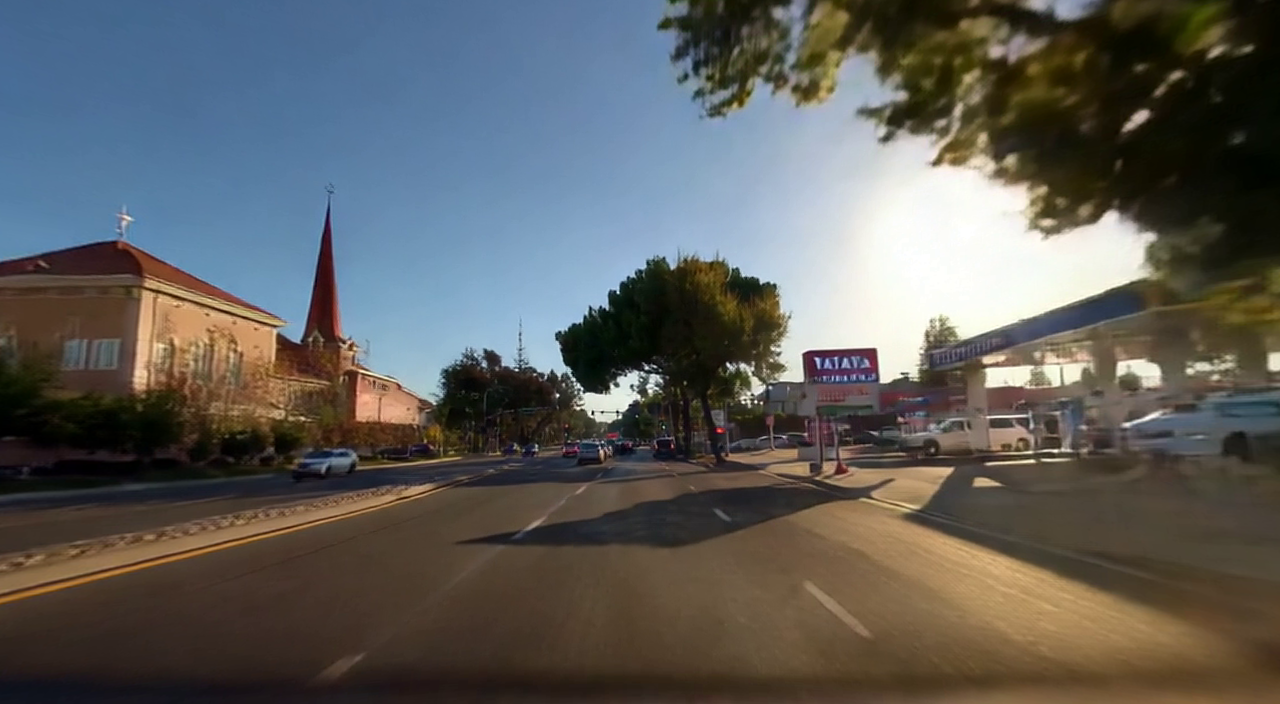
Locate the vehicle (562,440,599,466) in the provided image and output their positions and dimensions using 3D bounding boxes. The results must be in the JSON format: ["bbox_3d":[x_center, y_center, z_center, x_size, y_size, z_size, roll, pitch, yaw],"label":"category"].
[{"bbox_3d":[-3.994,6.832,43.082,2.040,1.661,4.573,0,-8,0],"label":"vehicle"}]

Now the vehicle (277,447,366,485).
[{"bbox_3d":[-14.808,5.303,29.673,1.939,1.594,4.284,-1,-8,0],"label":"vehicle"}]
